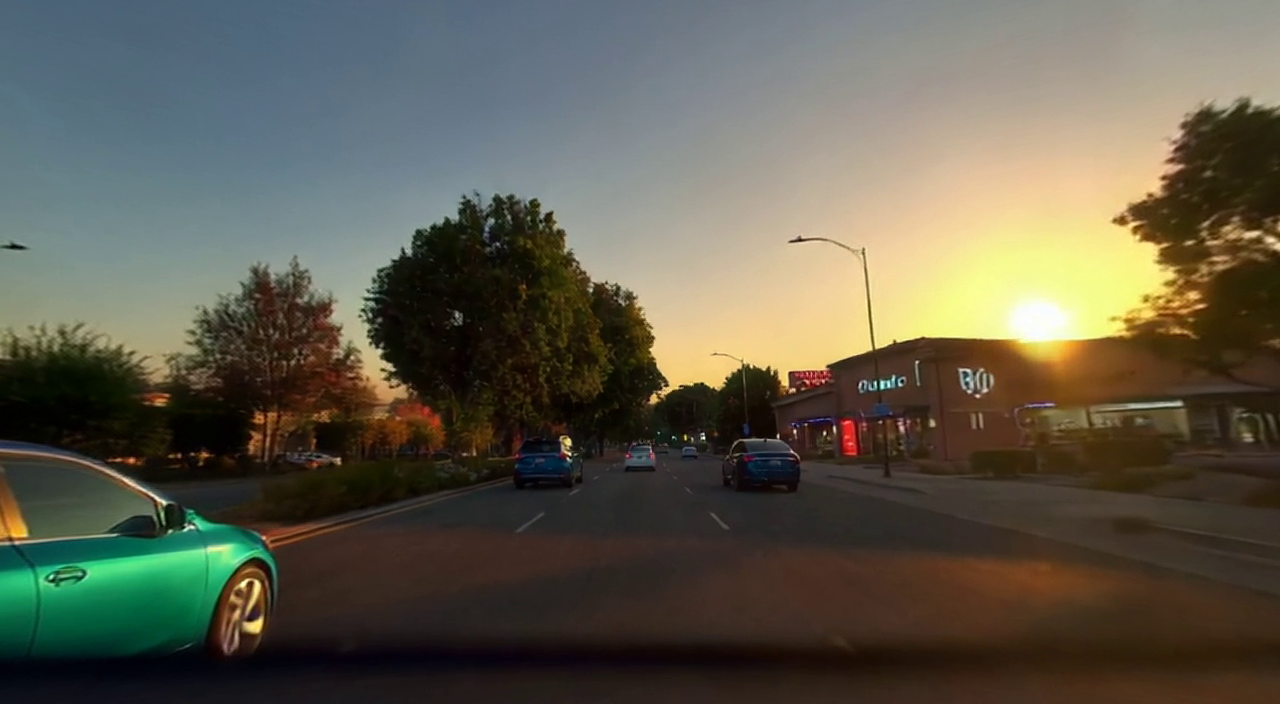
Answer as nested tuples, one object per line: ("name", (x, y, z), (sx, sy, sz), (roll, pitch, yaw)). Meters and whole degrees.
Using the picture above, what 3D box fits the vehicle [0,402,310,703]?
("vehicle", (-3.078, 0.829, 1.556), (1.956, 1.460, 4.802), (0, -8, 0))

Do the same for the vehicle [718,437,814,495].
("vehicle", (3.589, 3.328, 18.801), (1.904, 1.490, 4.299), (0, -8, -1))

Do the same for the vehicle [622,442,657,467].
("vehicle", (-0.032, 6.429, 39.688), (2.069, 1.445, 3.965), (0, -8, 0))

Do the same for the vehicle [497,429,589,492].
("vehicle", (-2.962, 3.435, 20.371), (2.193, 1.788, 4.603), (0, -8, 1))
